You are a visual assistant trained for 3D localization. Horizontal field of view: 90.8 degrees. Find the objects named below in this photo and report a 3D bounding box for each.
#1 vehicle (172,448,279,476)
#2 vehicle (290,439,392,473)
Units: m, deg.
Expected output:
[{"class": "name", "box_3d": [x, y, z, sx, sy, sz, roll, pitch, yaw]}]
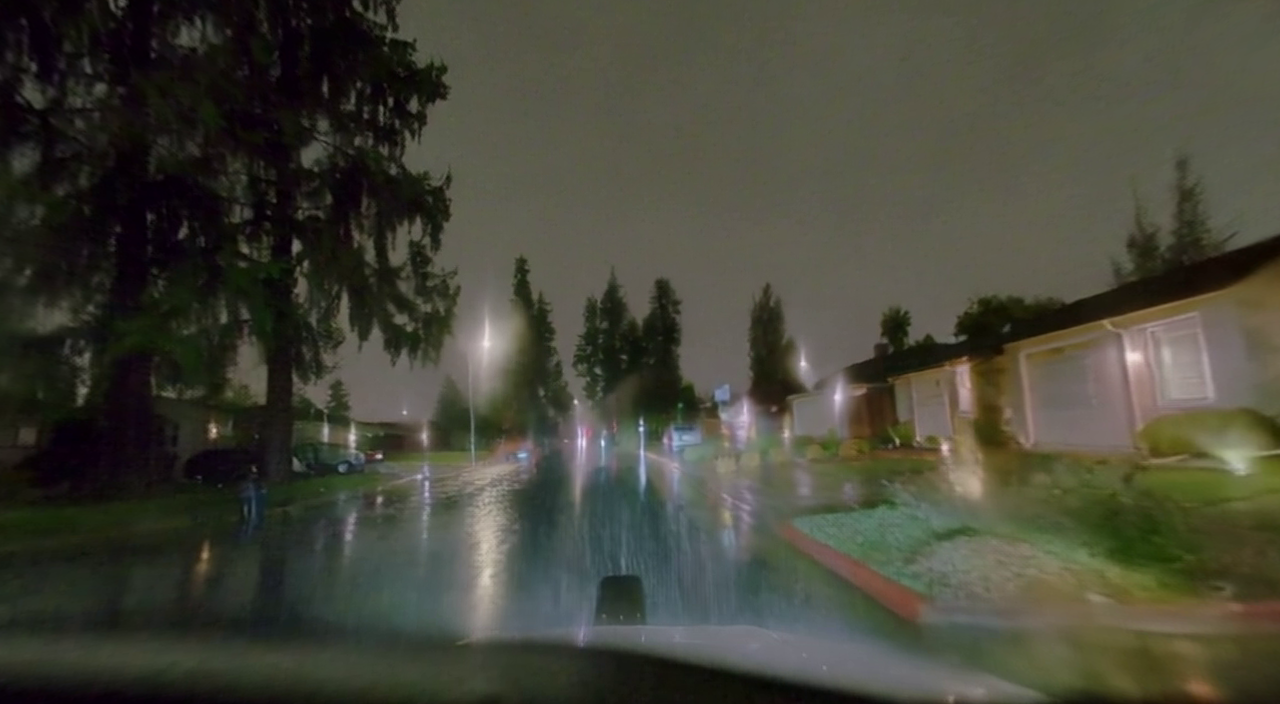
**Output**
[{"class": "vehicle", "box_3d": [-22.619, 5.988, 34.603, 4.531, 1.470, 1.855, 0, -8, -1]}, {"class": "vehicle", "box_3d": [-16.235, 5.655, 34.521, 4.559, 1.745, 1.918, 1, -8, -4]}]
